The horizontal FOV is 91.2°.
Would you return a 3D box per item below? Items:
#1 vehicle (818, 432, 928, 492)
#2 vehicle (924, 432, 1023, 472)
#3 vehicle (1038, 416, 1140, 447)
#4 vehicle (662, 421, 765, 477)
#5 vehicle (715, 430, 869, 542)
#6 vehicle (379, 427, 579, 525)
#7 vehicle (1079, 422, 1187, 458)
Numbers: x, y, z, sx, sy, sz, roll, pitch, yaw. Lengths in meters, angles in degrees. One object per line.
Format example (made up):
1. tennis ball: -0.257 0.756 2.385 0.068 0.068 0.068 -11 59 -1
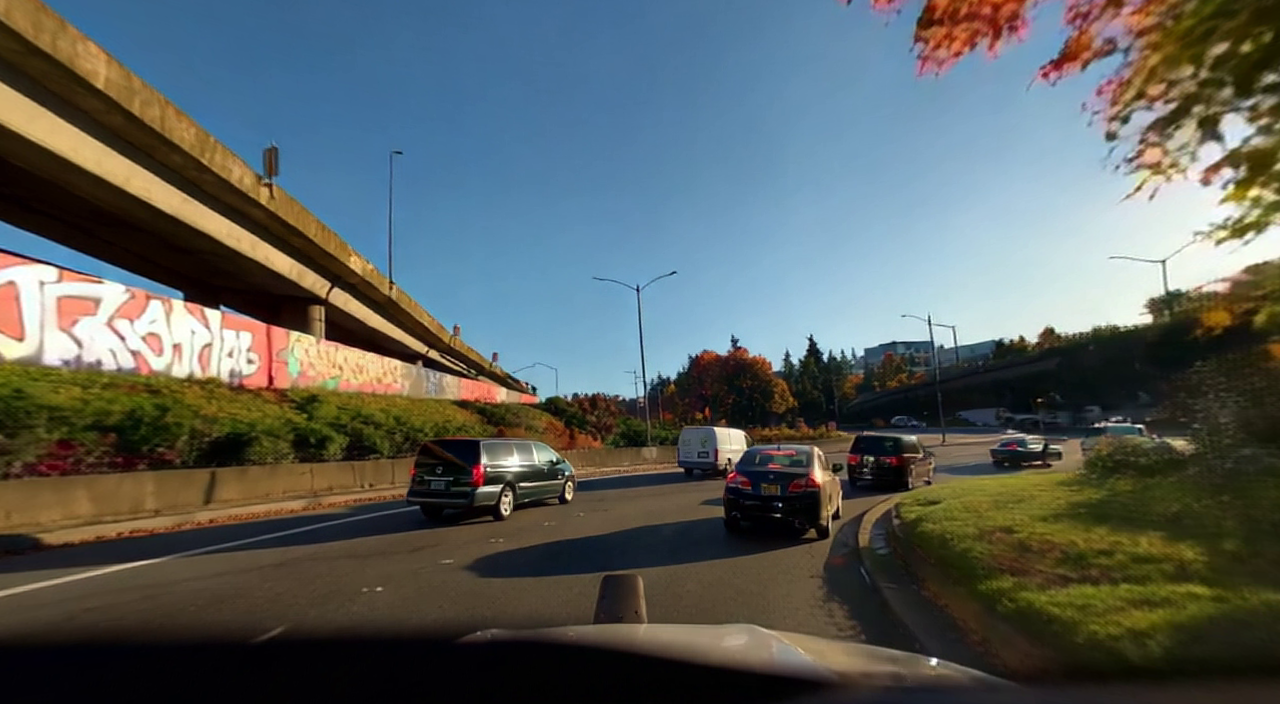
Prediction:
1. vehicle: 7.006 3.212 18.561 1.830 1.519 4.253 -7 -11 36
2. vehicle: 13.358 3.994 25.037 3.902 1.446 1.780 6 -11 -34
3. vehicle: 24.382 4.338 34.095 4.309 1.613 1.909 1 -9 -10
4. vehicle: 2.758 3.544 22.866 1.835 1.825 4.005 -8 -12 39
5. vehicle: 2.765 2.185 10.785 2.064 1.515 3.722 -4 -10 20
6. vehicle: -2.878 2.337 12.283 1.921 1.554 4.081 -3 -9 16
7. vehicle: 22.171 4.001 28.200 3.934 1.485 1.763 3 -10 -17
